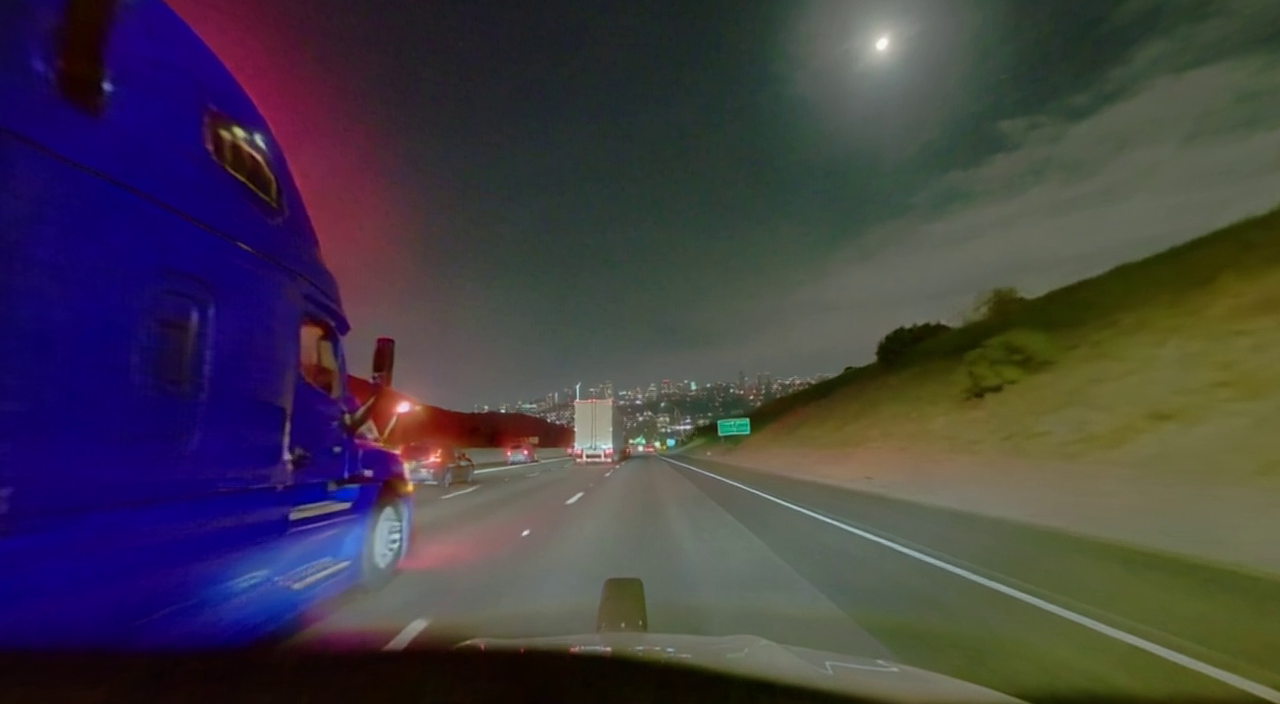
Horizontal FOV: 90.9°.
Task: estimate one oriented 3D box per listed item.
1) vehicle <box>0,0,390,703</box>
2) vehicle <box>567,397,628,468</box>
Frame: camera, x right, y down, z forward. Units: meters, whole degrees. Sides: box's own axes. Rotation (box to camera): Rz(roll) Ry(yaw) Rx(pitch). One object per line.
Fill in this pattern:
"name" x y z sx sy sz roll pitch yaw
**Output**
"vehicle" -3.289 -0.305 0.567 2.958 4.002 7.575 0 -8 0
"vehicle" -2.787 6.118 47.168 3.202 4.352 16.251 -1 -8 1
